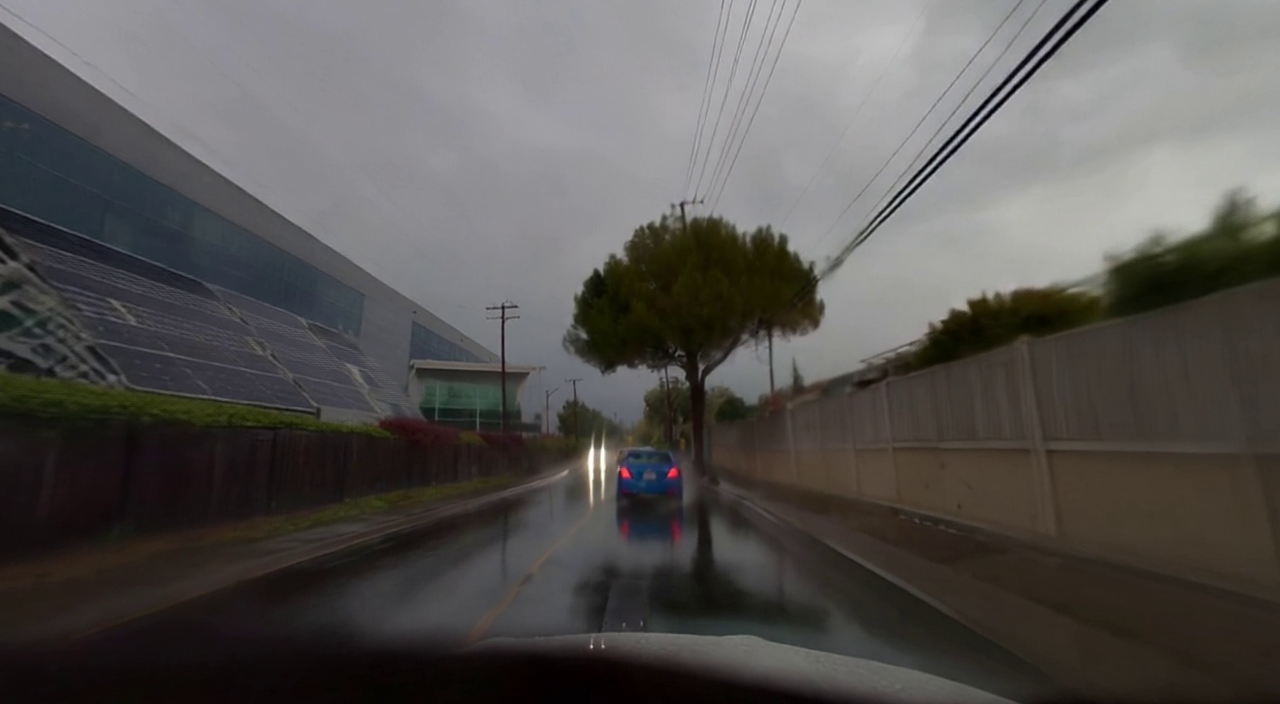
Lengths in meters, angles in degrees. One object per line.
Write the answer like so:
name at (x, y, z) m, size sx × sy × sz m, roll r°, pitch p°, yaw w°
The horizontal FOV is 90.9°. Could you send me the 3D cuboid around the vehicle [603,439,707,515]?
vehicle at (0.281, 2.766, 14.511) m, size 2.060 × 1.487 × 3.920 m, roll 0°, pitch -8°, yaw 0°
